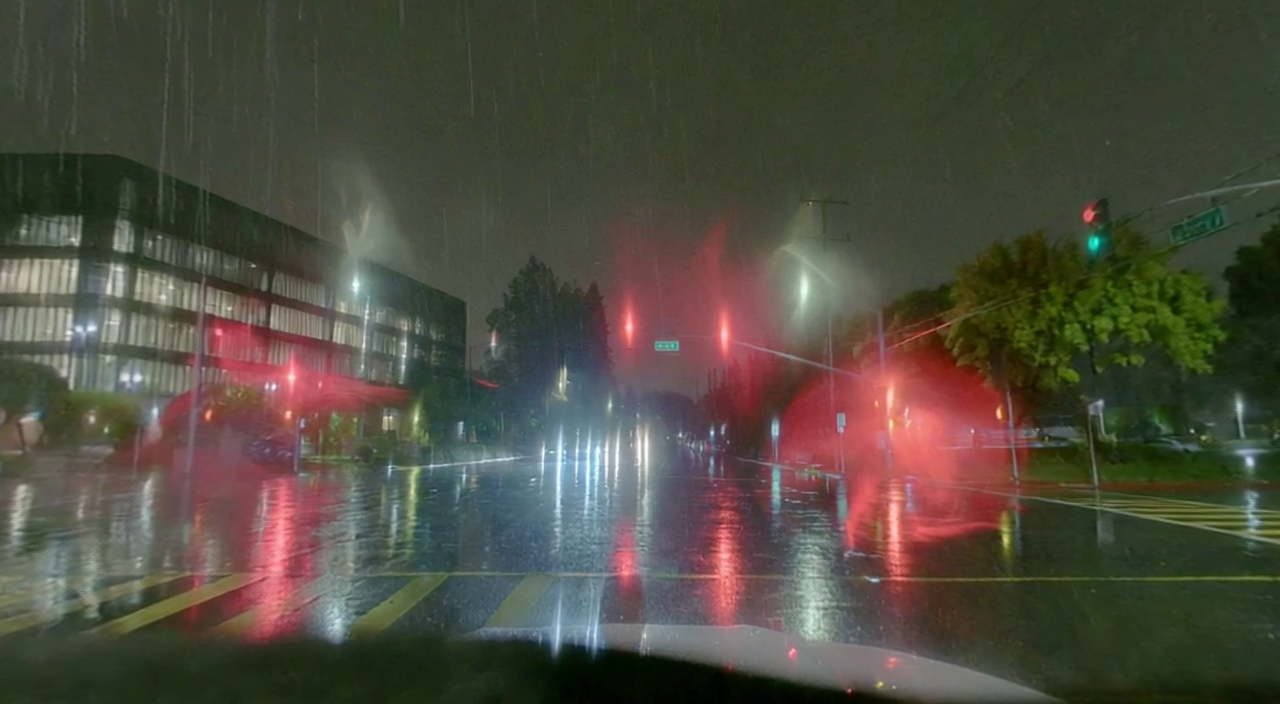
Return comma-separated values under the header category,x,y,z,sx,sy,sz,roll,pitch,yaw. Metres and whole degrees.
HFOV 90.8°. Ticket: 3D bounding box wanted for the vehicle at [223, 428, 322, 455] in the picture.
category,x,y,z,sx,sy,sz,roll,pitch,yaw
vehicle,-22.412,5.512,38.708,4.765,1.593,1.891,1,-9,-8
